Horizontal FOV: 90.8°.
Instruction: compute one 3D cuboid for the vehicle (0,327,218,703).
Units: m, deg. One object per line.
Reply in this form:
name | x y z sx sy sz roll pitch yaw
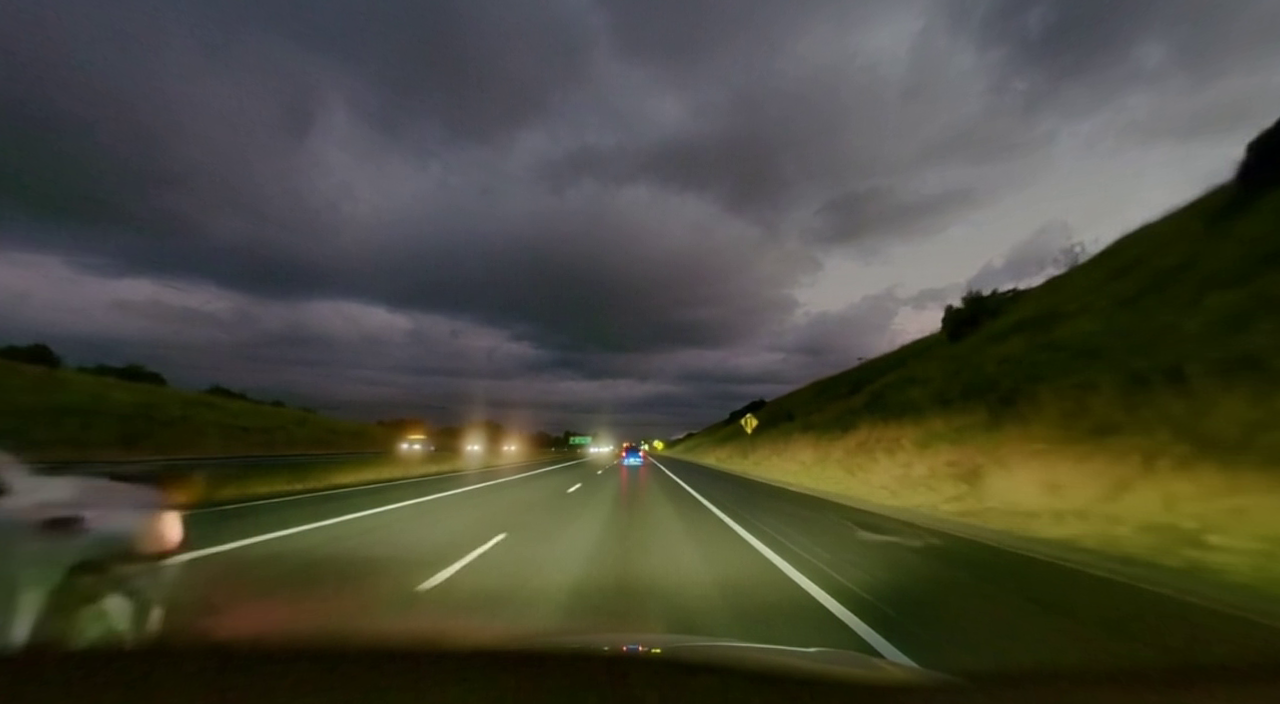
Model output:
vehicle | -3.754 0.642 1.585 1.942 1.828 4.868 0 -9 1
